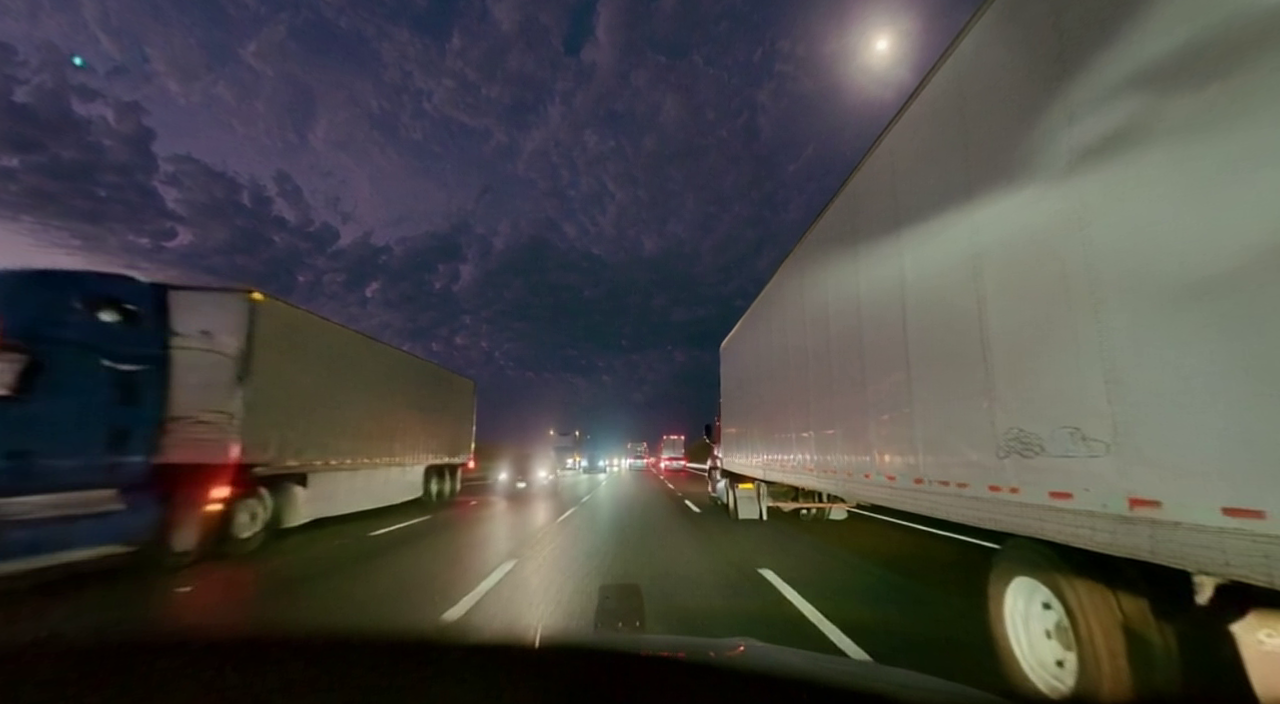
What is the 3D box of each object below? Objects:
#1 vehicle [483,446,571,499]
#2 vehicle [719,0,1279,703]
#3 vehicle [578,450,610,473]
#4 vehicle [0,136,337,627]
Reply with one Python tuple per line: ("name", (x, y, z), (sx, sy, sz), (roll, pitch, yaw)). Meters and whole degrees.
("vehicle", (-3.677, 3.999, 21.378), (2.088, 1.589, 4.464), (0, -9, 1))
("vehicle", (3.356, 0.510, 7.383), (2.845, 4.071, 14.008), (0, -9, -1))
("vehicle", (-3.313, 8.005, 46.182), (1.949, 1.555, 3.888), (0, -9, 1))
("vehicle", (-6.741, 0.629, 7.699), (3.004, 3.974, 5.891), (0, -9, 0))
